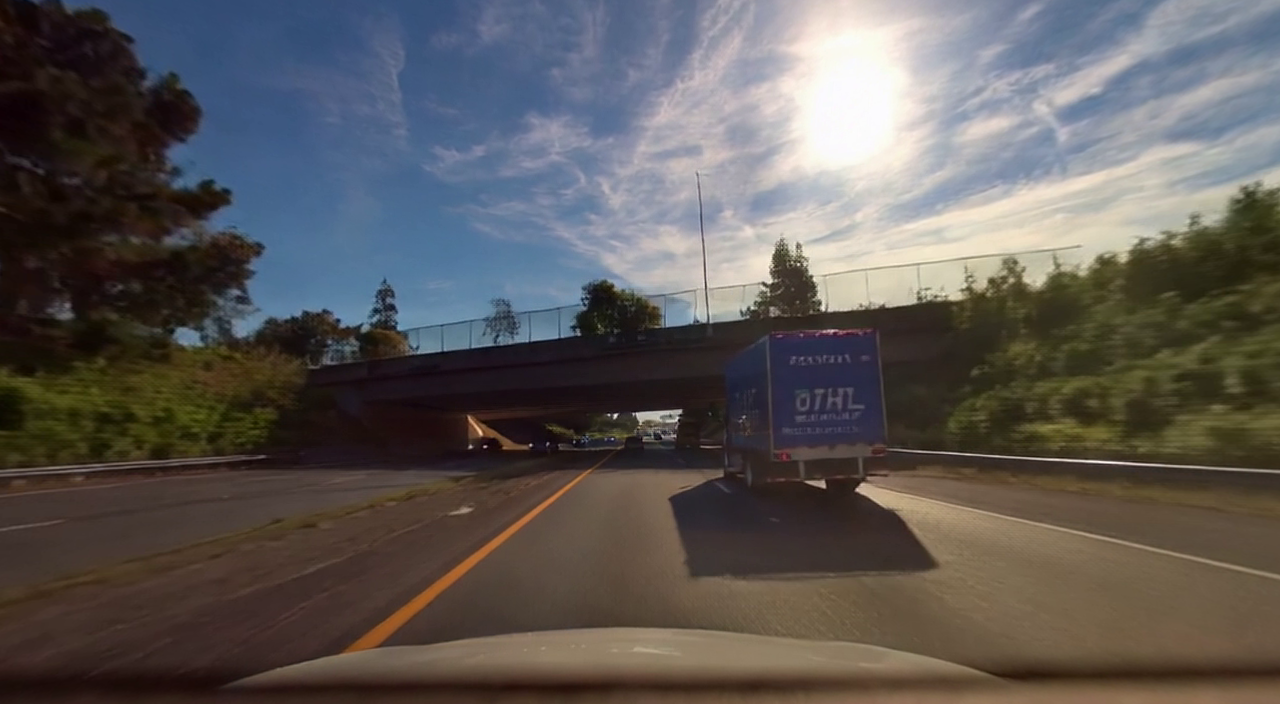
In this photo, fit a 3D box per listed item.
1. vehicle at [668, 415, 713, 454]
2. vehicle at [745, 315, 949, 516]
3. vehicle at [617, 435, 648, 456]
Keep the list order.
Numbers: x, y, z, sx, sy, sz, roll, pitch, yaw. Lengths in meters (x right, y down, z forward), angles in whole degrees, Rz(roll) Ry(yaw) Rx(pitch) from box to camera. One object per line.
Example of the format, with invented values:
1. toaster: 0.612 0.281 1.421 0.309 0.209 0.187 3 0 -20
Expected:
1. vehicle: 3.717 6.262 47.865 2.715 2.746 6.550 0 -7 -1
2. vehicle: 3.834 1.260 12.440 2.913 3.491 2.811 0 -7 -1
3. vehicle: -0.487 6.355 43.060 1.996 1.325 4.029 0 -7 0
